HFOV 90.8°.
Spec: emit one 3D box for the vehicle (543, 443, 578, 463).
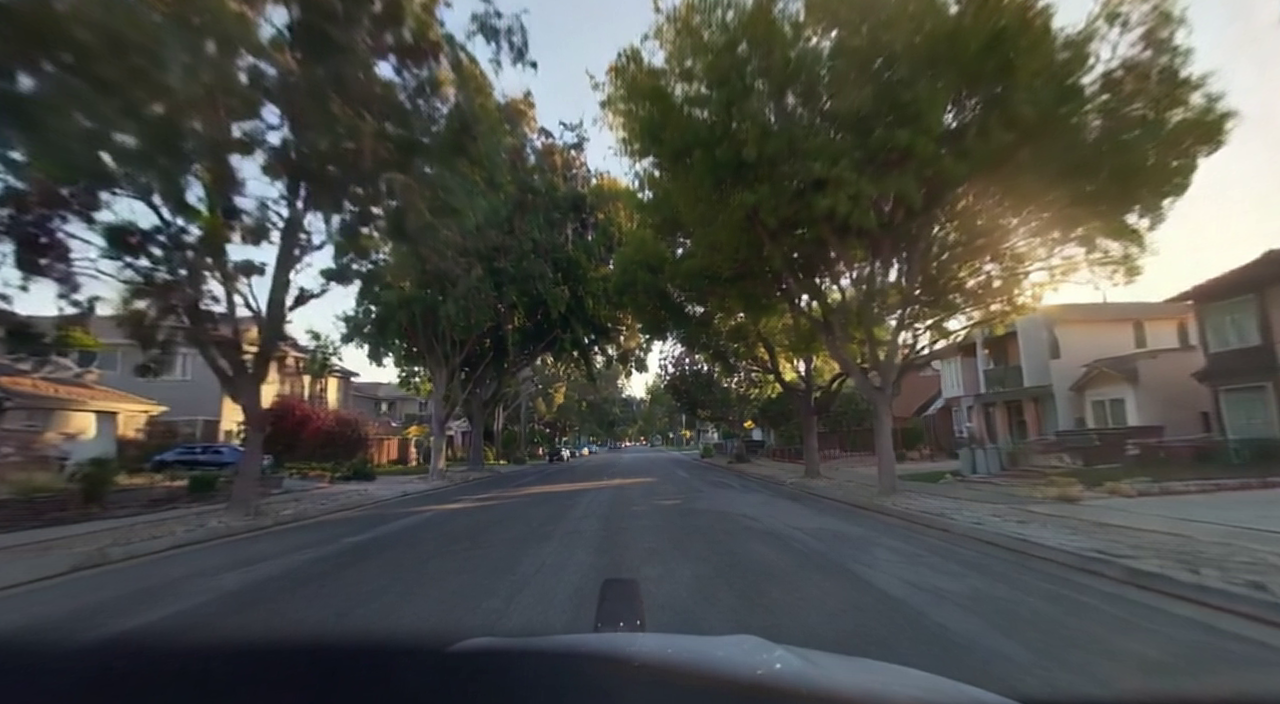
[{"bbox_3d":[-6.137,7.877,49.377,2.026,1.449,4.422,-1,-8,2],"label":"vehicle"}]
